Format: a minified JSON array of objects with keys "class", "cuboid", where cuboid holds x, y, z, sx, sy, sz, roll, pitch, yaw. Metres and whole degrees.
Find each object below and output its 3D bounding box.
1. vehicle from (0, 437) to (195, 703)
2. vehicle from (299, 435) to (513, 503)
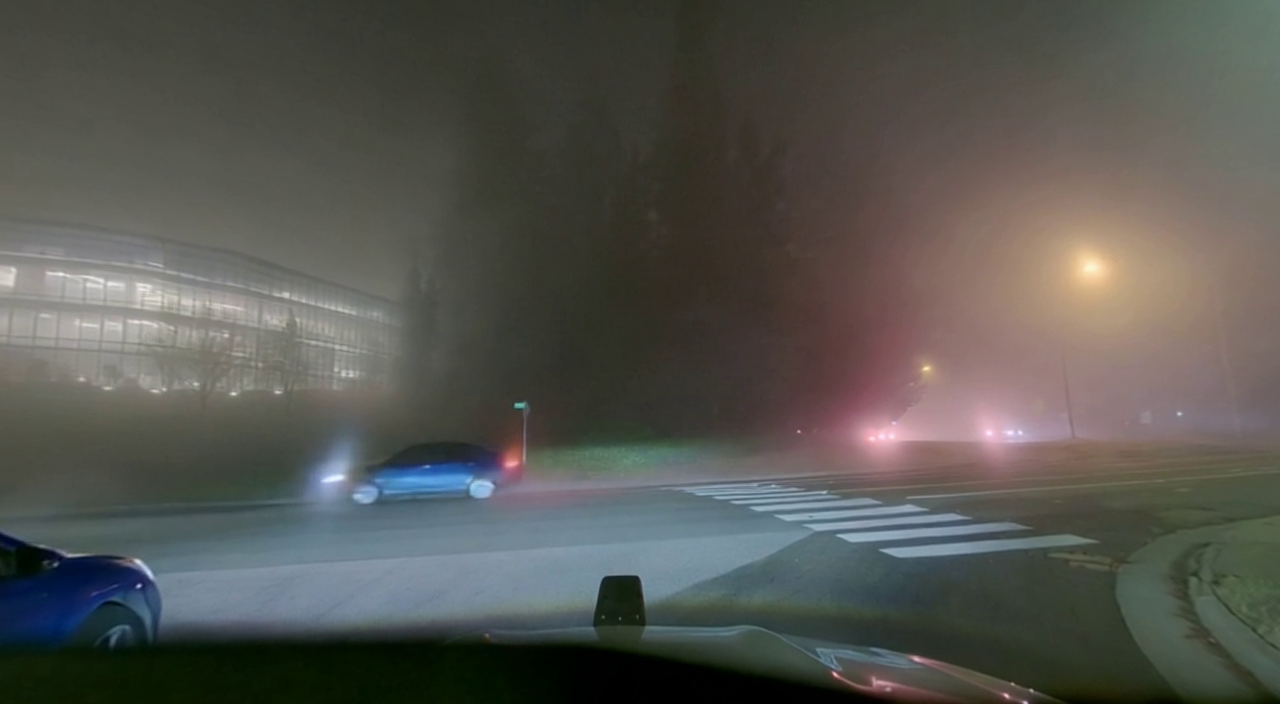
[{"class":"vehicle","cuboid":[-3.348,0.884,1.312,2.069,1.413,5.006,1,-8,-12]},{"class":"vehicle","cuboid":[-5.708,2.915,16.072,4.788,1.548,1.965,1,-9,-11]}]
